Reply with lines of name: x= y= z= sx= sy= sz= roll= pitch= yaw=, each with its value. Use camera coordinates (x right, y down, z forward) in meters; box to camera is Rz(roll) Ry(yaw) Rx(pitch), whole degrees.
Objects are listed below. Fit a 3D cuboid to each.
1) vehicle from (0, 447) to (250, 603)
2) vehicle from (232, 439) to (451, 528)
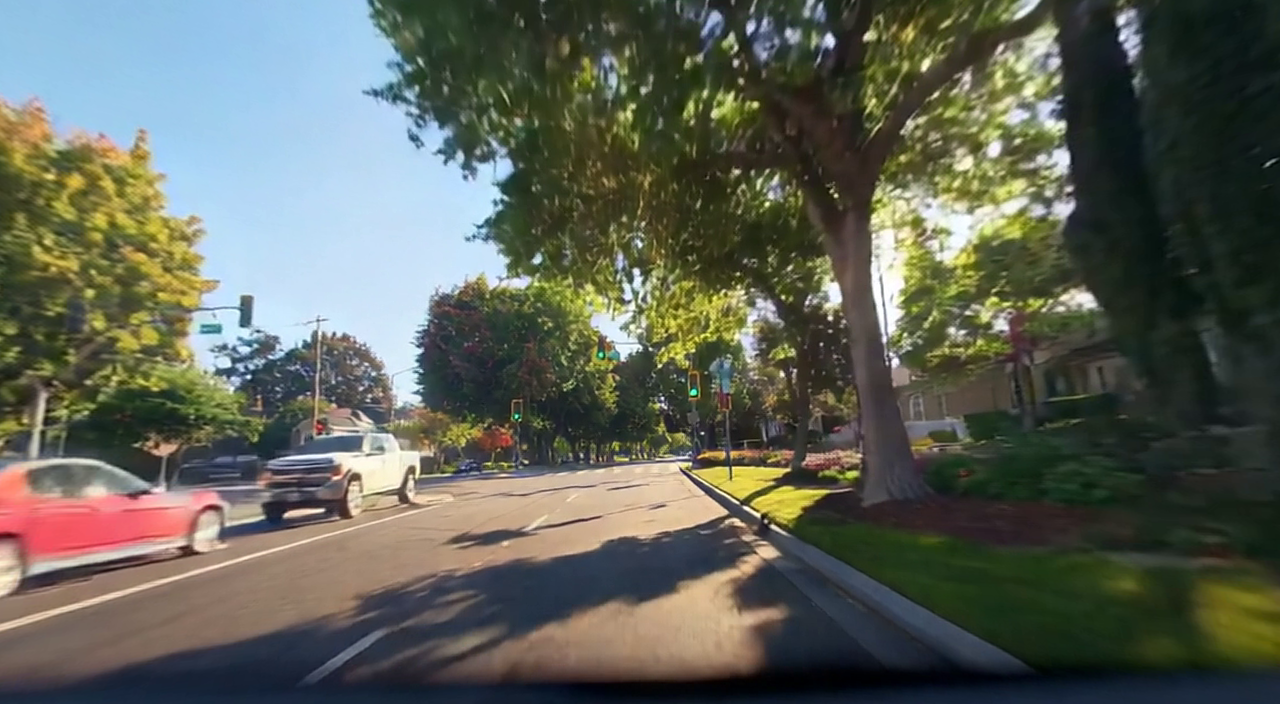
vehicle: x=-7.197 y=1.921 z=7.648 sx=1.968 sy=1.485 sz=4.558 roll=-1 pitch=-8 yaw=1
vehicle: x=-7.038 y=3.156 z=16.136 sx=2.308 sy=1.755 sz=6.571 roll=-1 pitch=-8 yaw=1
